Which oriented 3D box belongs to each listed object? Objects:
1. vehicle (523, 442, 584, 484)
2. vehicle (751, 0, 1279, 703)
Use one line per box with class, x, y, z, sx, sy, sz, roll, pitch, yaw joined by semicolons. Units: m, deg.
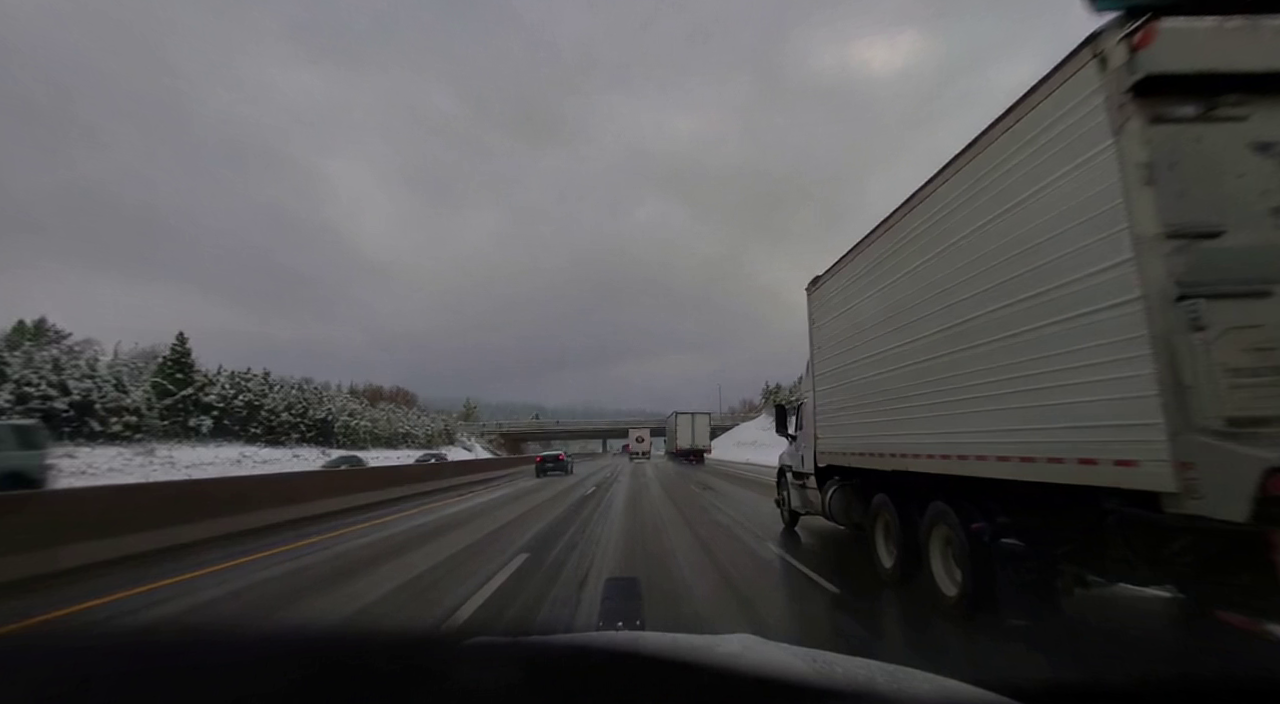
vehicle;-3.567;4.678;26.792;2.007;1.647;3.854;0;-9;1
vehicle;3.947;0.044;4.019;3.031;3.826;17.142;0;-9;-1
